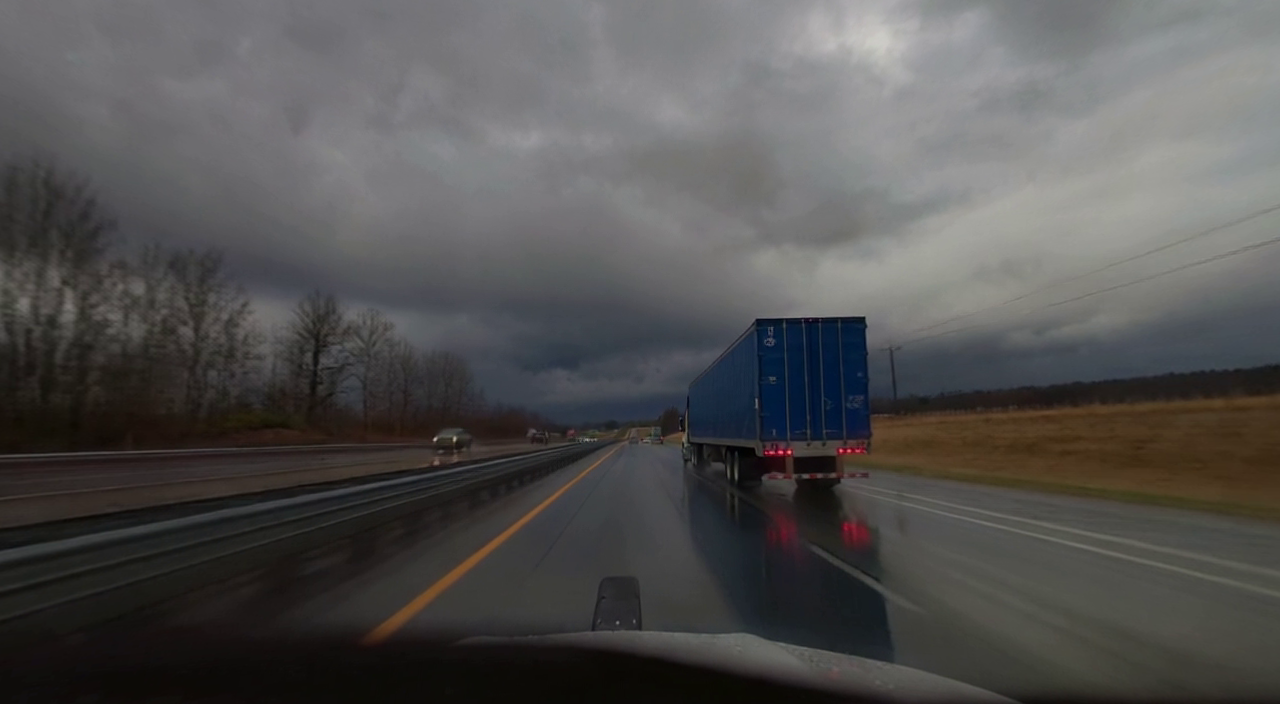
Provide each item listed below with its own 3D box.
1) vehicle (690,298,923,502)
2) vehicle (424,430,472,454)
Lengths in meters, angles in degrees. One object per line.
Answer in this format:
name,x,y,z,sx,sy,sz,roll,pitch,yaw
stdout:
vehicle,4.116,2.107,21.683,3.203,4.273,17.131,0,-8,-1
vehicle,-13.152,6.171,43.263,1.932,1.537,4.480,0,-8,-1
